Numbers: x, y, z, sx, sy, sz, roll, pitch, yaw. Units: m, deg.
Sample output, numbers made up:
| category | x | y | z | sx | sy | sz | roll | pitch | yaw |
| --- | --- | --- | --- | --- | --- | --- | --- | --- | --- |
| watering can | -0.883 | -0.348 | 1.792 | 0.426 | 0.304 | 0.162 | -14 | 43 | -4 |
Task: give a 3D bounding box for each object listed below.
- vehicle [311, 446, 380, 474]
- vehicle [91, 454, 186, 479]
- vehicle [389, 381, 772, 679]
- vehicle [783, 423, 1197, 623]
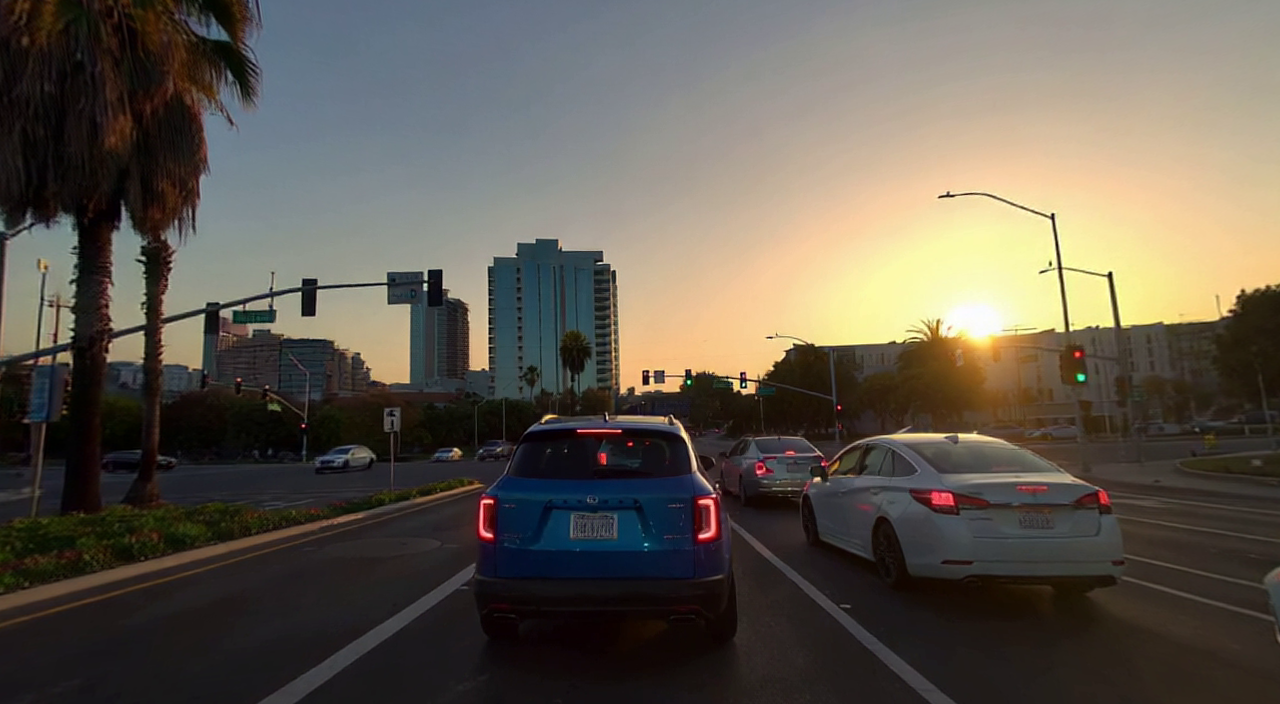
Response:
| category | x | y | z | sx | sy | sz | roll | pitch | yaw |
| --- | --- | --- | --- | --- | --- | --- | --- | --- | --- |
| vehicle | -19.888 | 7.274 | 42.730 | 2.119 | 1.786 | 5.252 | 0 | -9 | 0 |
| vehicle | -37.541 | 8.542 | 47.086 | 5.347 | 1.785 | 2.123 | 0 | -9 | 1 |
| vehicle | -0.338 | 1.316 | 5.692 | 2.172 | 1.694 | 4.055 | 0 | -8 | 0 |
| vehicle | 3.118 | 1.608 | 6.967 | 1.971 | 1.473 | 4.495 | 0 | -8 | 0 |
